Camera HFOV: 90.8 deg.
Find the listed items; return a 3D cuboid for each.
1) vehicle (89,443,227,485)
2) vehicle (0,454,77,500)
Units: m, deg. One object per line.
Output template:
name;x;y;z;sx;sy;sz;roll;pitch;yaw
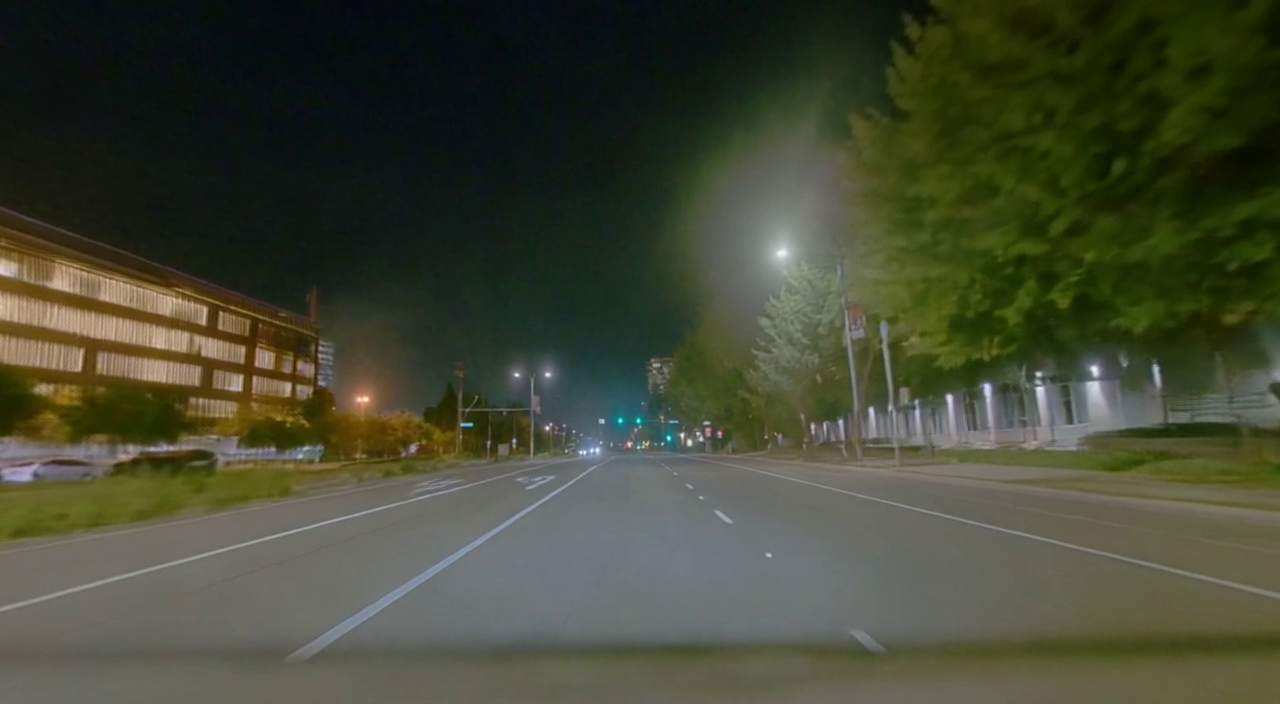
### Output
vehicle;-29.657;6.965;39.080;6.271;2.087;2.748;-3;-12;1
vehicle;-31.583;6.183;31.601;2.489;2.000;5.729;1;-8;-12
